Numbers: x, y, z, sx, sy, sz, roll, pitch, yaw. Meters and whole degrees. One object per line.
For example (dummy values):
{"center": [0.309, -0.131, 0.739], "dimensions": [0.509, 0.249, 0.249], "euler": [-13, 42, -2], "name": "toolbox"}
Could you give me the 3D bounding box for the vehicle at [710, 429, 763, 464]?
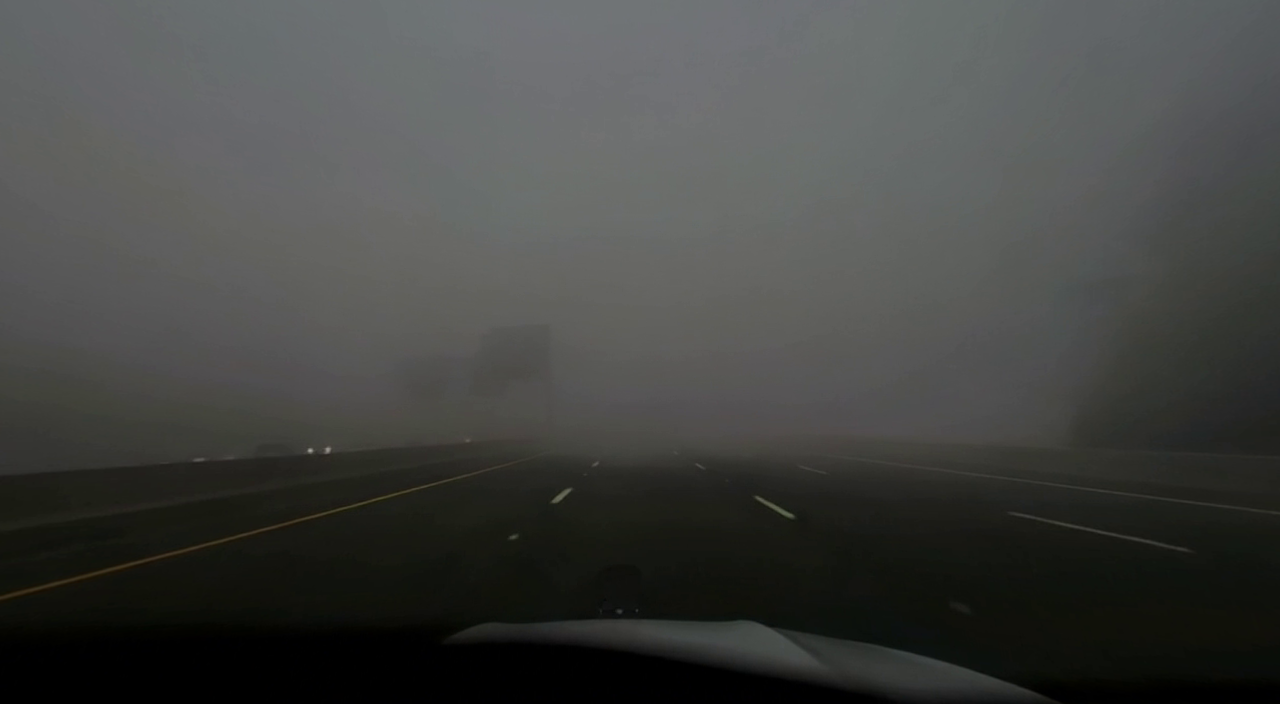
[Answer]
{"center": [4.413, 4.360, 29.300], "dimensions": [1.802, 1.492, 3.804], "euler": [0, -8, -1], "name": "vehicle"}
